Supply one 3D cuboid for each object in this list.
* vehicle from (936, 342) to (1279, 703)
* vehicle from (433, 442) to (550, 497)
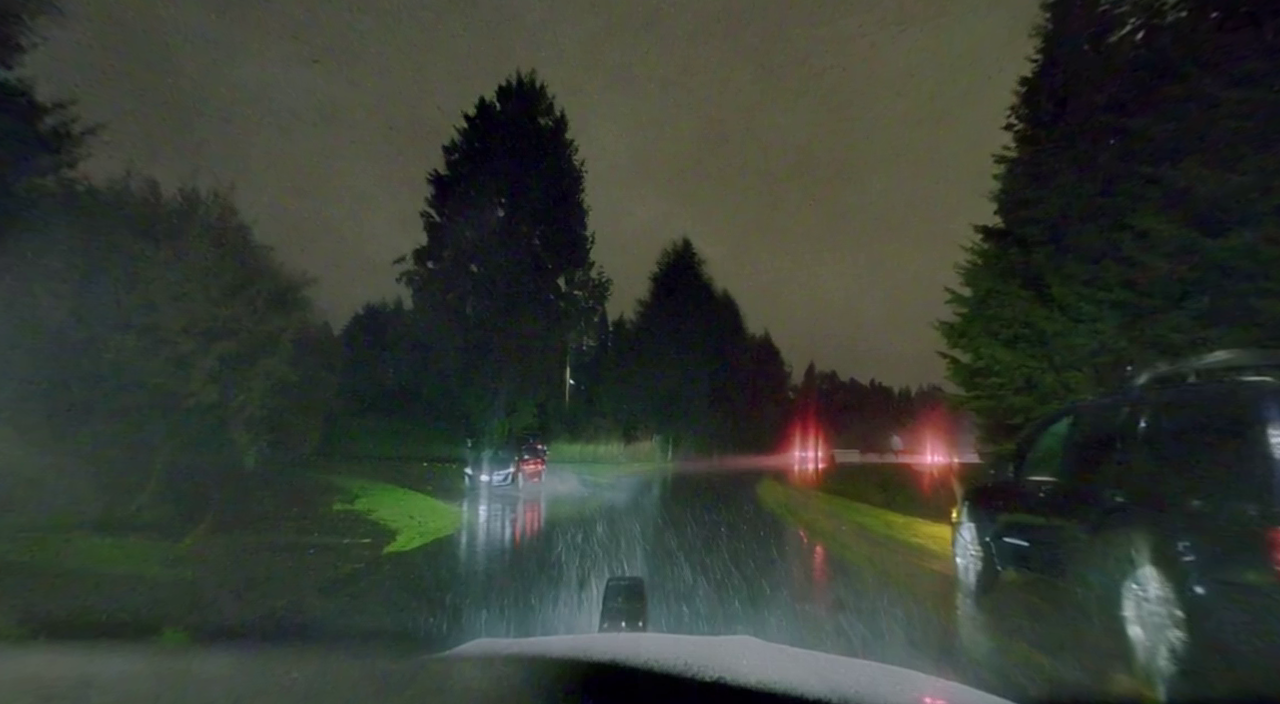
[{"bbox_3d":[3.894,1.034,3.808,2.034,1.841,4.713,-1,-8,3],"label":"vehicle"},{"bbox_3d":[-4.521,3.662,20.049,2.166,1.512,4.822,-1,-8,5],"label":"vehicle"}]
